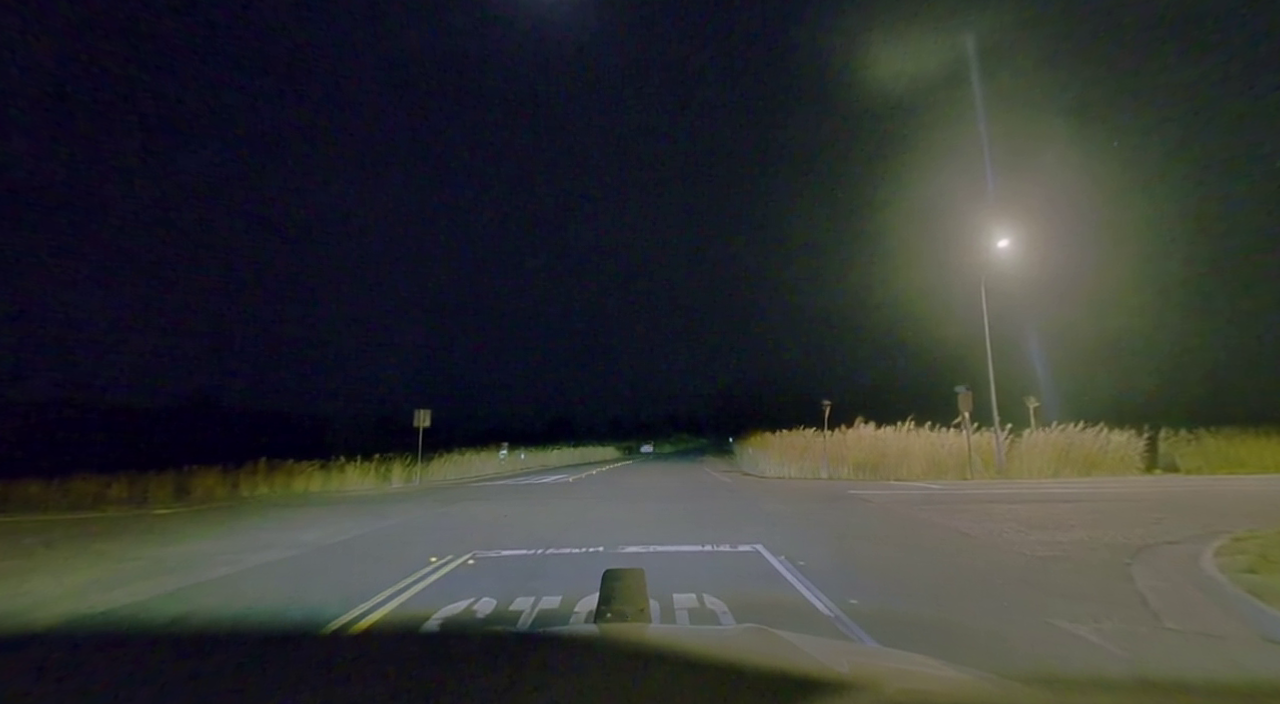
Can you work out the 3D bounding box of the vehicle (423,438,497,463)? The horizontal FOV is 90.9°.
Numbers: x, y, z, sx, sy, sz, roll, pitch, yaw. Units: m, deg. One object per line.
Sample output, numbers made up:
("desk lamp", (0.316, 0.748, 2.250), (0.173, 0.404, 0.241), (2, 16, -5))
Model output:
("vehicle", (-12.655, 6.952, 44.543), (4.590, 1.735, 1.973), (0, -9, 3))
